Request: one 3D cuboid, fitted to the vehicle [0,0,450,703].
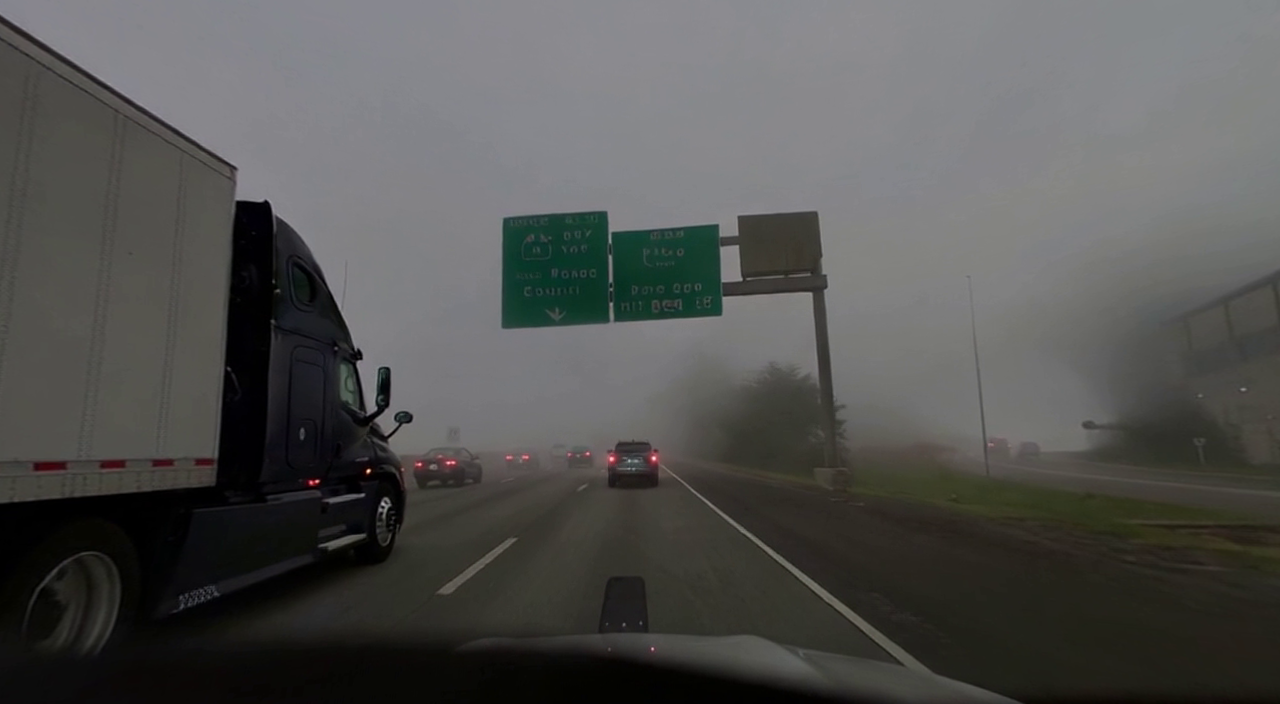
[{"bbox_3d":[-3.790,-0.180,3.048,2.990,3.885,8.540,0,-9,0],"label":"vehicle"}]

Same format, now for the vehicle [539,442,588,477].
[{"bbox_3d":[-3.765,5.395,31.861,1.952,1.649,4.131,0,-9,0],"label":"vehicle"}]

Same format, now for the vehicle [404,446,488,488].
[{"bbox_3d":[-7.416,4.394,24.524,1.864,1.458,4.295,0,-9,0],"label":"vehicle"}]

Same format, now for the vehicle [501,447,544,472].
[{"bbox_3d":[-7.399,6.753,39.967,1.869,1.466,4.217,0,-9,1],"label":"vehicle"}]

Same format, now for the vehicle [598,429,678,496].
[{"bbox_3d":[-0.014,3.289,19.016,2.152,1.779,3.924,0,-9,1],"label":"vehicle"}]
